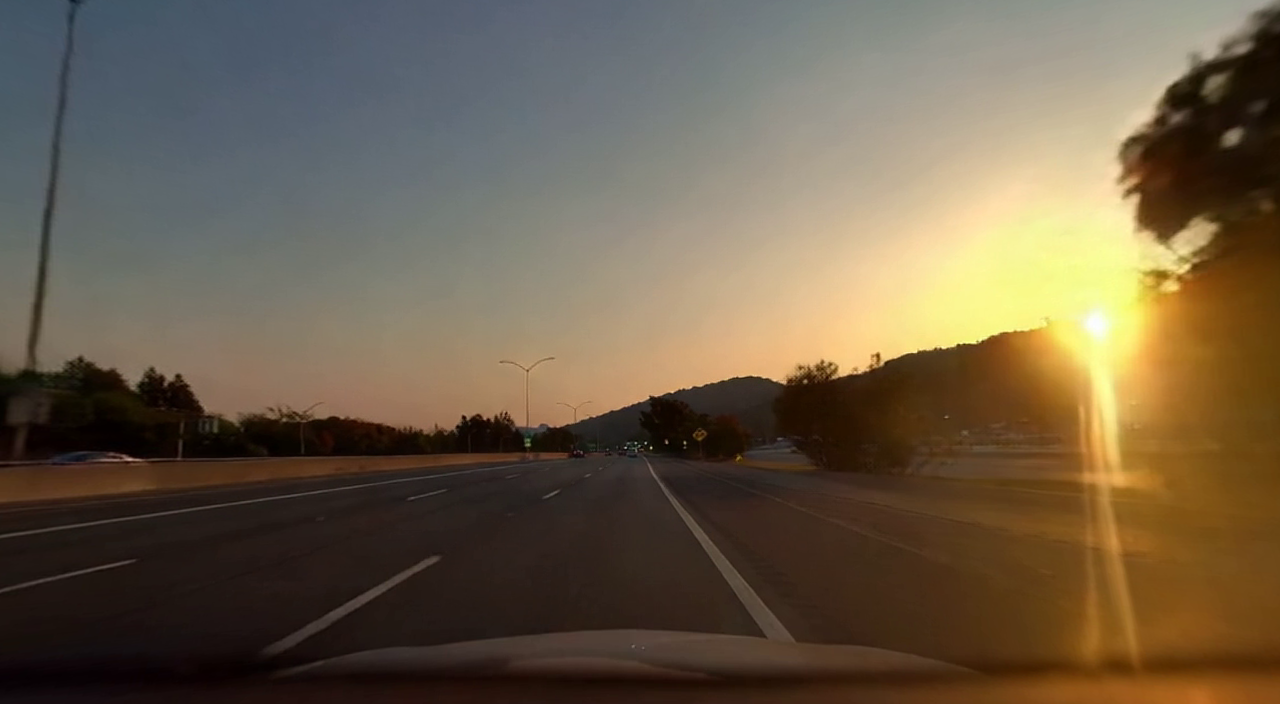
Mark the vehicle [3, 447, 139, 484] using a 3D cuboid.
[{"bbox_3d":[-26.712,5.315,29.928,1.923,1.563,4.762,0,-9,1],"label":"vehicle"}]
